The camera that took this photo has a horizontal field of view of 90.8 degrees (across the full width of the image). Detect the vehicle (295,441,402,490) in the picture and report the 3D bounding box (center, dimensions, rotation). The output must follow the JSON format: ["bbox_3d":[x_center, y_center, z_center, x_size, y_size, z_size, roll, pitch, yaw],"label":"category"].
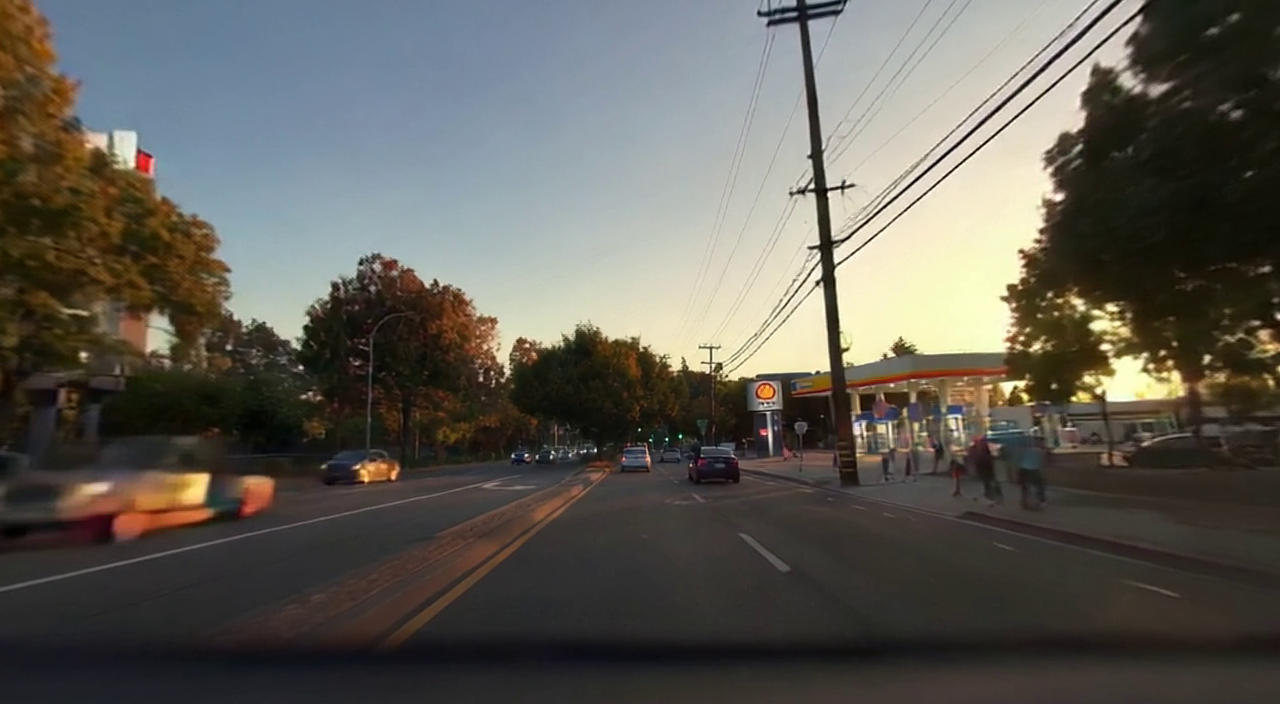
[{"bbox_3d":[-11.778,4.570,25.941,2.165,1.810,4.607,0,-8,0],"label":"vehicle"}]

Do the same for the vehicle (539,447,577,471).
[{"bbox_3d":[-5.421,7.111,42.269,2.032,1.487,4.413,0,-8,-2],"label":"vehicle"}]

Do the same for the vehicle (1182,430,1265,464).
[{"bbox_3d":[27.449,4.482,29.863,1.825,1.476,3.833,-5,-9,27],"label":"vehicle"}]

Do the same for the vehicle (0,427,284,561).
[{"bbox_3d":[-8.393,2.159,10.402,2.518,1.719,4.314,0,-8,0],"label":"vehicle"}]

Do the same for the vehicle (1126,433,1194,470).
[{"bbox_3d":[24.358,4.621,29.736,2.071,1.528,4.644,-6,-9,35],"label":"vehicle"}]

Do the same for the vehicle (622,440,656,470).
[{"bbox_3d":[-0.103,6.872,42.345,2.163,1.825,4.073,0,-8,0],"label":"vehicle"}]

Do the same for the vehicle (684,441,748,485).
[{"bbox_3d":[3.012,4.470,25.816,1.990,1.592,4.294,0,-8,-1],"label":"vehicle"}]
